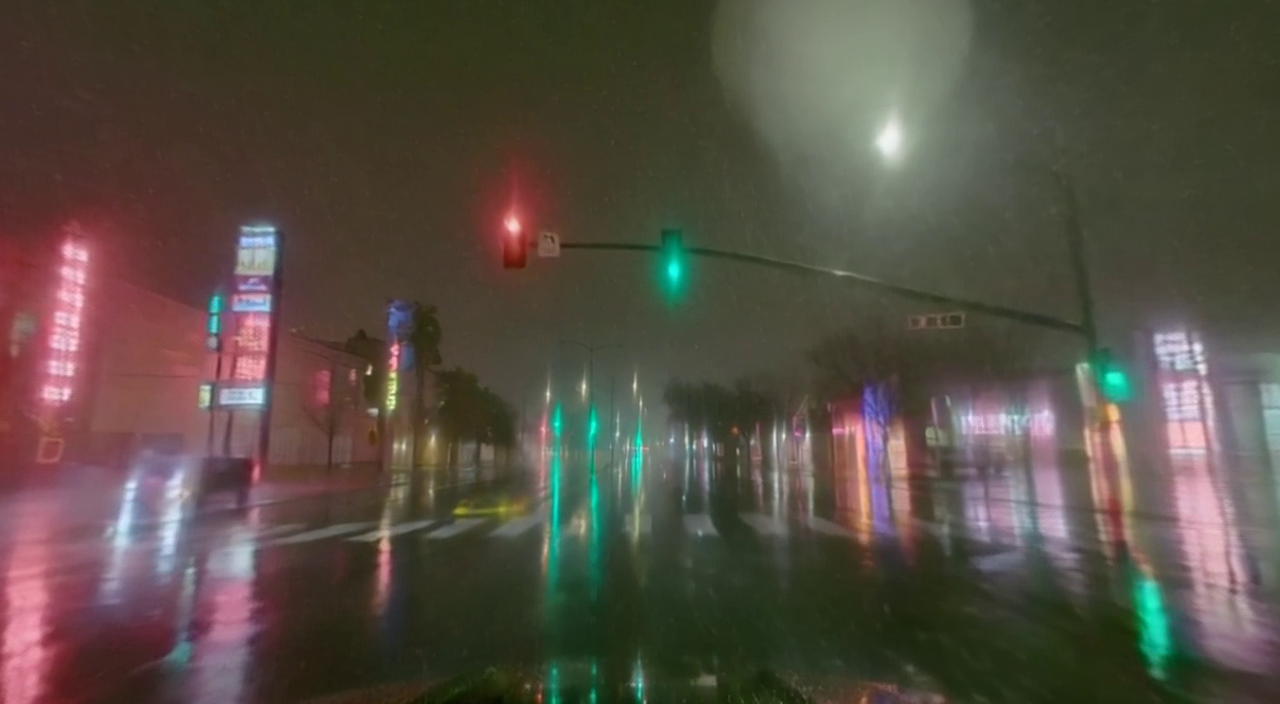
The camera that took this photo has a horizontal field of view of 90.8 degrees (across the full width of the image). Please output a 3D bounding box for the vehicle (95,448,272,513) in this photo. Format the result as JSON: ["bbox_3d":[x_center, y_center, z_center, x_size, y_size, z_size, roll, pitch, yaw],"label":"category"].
[{"bbox_3d":[-12.934,3.612,18.332,1.892,1.639,4.311,0,-9,0],"label":"vehicle"}]

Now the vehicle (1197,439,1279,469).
[{"bbox_3d":[33.441,5.486,34.185,4.608,1.558,2.032,0,-9,0],"label":"vehicle"}]

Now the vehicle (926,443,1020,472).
[{"bbox_3d":[19.814,6.264,37.719,4.468,1.635,2.017,0,-9,-3],"label":"vehicle"}]
